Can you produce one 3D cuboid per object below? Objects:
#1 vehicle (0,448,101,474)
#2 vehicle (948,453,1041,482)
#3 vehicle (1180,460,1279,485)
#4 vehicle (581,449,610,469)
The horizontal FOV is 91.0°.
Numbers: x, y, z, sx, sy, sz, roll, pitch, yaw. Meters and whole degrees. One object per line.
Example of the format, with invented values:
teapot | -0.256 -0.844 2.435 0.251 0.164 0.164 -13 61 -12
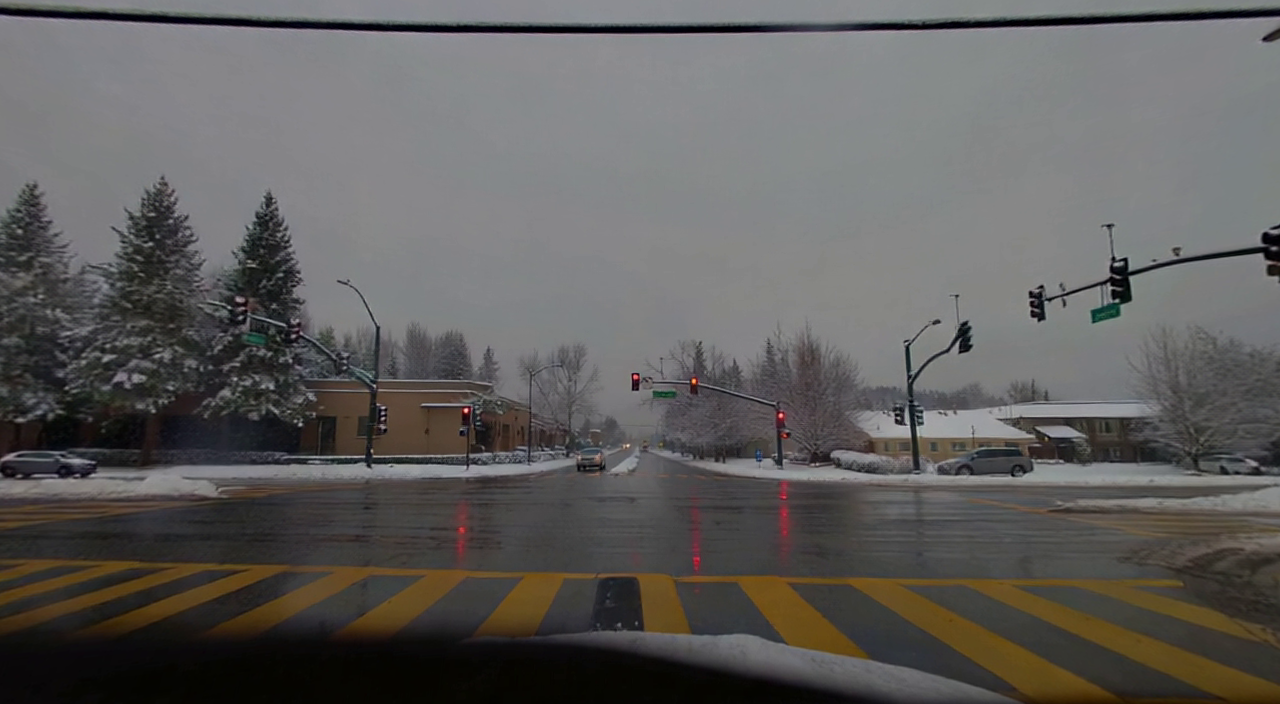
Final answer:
vehicle | -35.129 6.423 37.189 4.741 1.447 1.807 0 -9 0
vehicle | 21.102 6.862 37.589 4.447 1.623 1.801 0 -9 -3
vehicle | 36.226 7.310 38.297 4.976 1.428 1.929 0 -8 -2
vehicle | -3.438 8.359 49.215 1.908 1.441 4.142 0 -8 1
